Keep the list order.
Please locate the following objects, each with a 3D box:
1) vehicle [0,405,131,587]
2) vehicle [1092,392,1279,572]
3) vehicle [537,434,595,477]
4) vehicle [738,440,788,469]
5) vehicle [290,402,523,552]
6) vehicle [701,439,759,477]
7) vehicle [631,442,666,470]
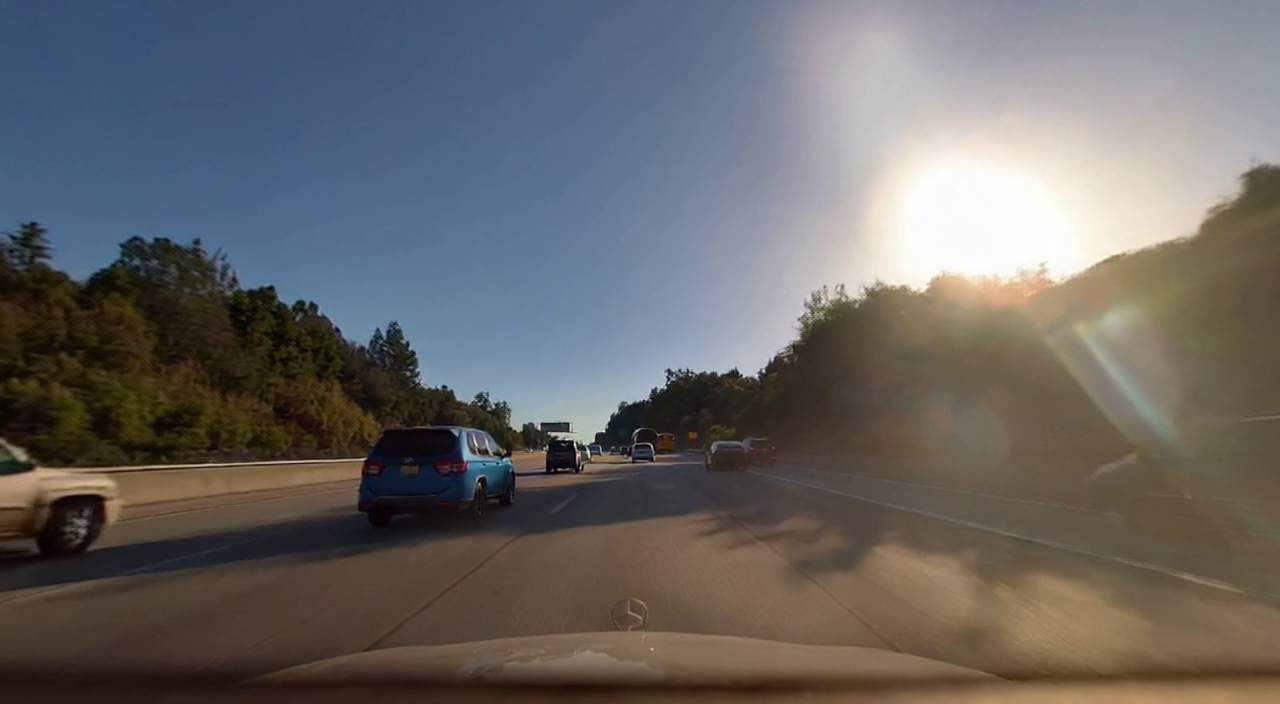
[{"bbox_3d":[-7.658,1.354,5.664,2.072,1.852,4.760,-1,-9,2],"label":"vehicle"},{"bbox_3d":[7.923,1.391,6.813,2.227,1.895,5.197,0,-9,1],"label":"vehicle"},{"bbox_3d":[-3.451,4.931,30.245,2.155,1.843,4.567,0,-8,1],"label":"vehicle"},{"bbox_3d":[8.158,6.854,42.394,2.191,1.807,5.692,0,-8,0],"label":"vehicle"},{"bbox_3d":[-3.405,1.926,10.332,2.016,1.898,4.458,0,-8,1],"label":"vehicle"},{"bbox_3d":[4.266,5.080,30.589,2.050,1.661,4.636,0,-8,-1],"label":"vehicle"},{"bbox_3d":[0.501,6.328,38.529,2.042,1.632,3.654,0,-8,1],"label":"vehicle"}]
